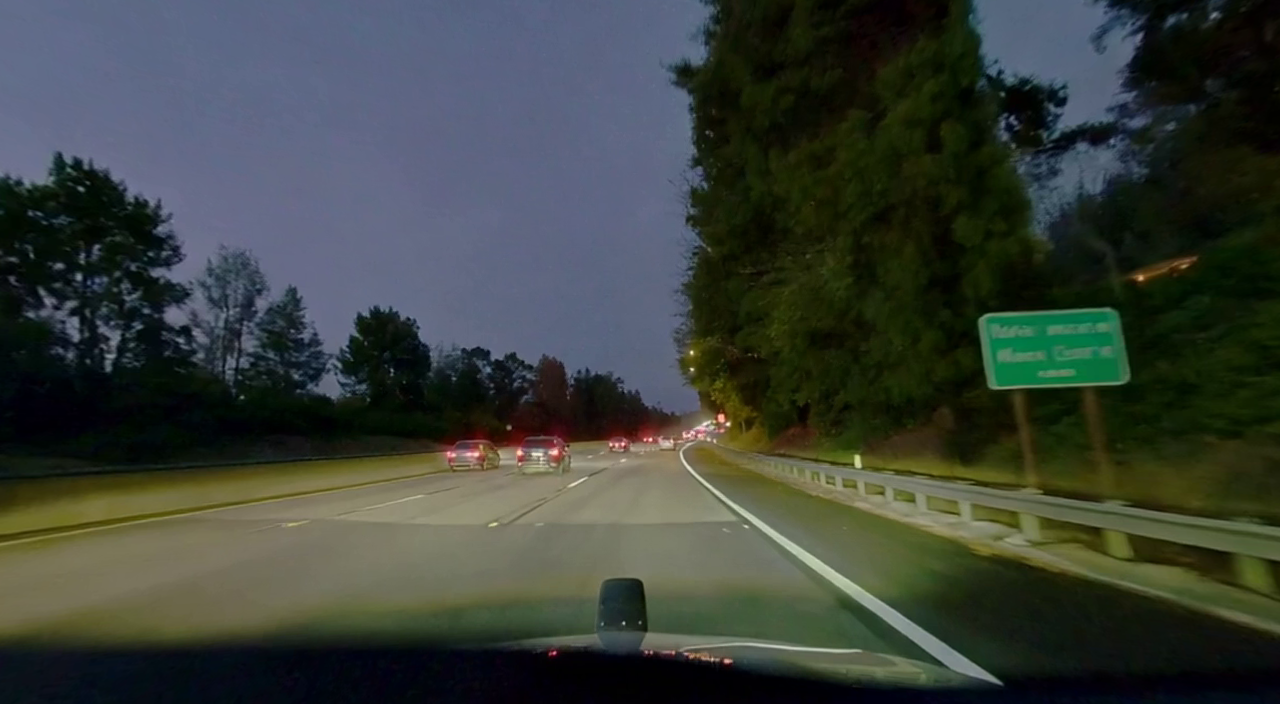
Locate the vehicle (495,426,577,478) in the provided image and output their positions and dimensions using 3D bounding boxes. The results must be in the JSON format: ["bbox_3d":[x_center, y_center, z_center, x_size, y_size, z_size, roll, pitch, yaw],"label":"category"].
[{"bbox_3d":[-3.688,3.670,23.242,2.071,1.716,4.363,-1,-8,3],"label":"vehicle"}]

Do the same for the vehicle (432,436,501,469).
[{"bbox_3d":[-7.818,4.585,28.854,1.883,1.411,4.053,0,-8,2],"label":"vehicle"}]
